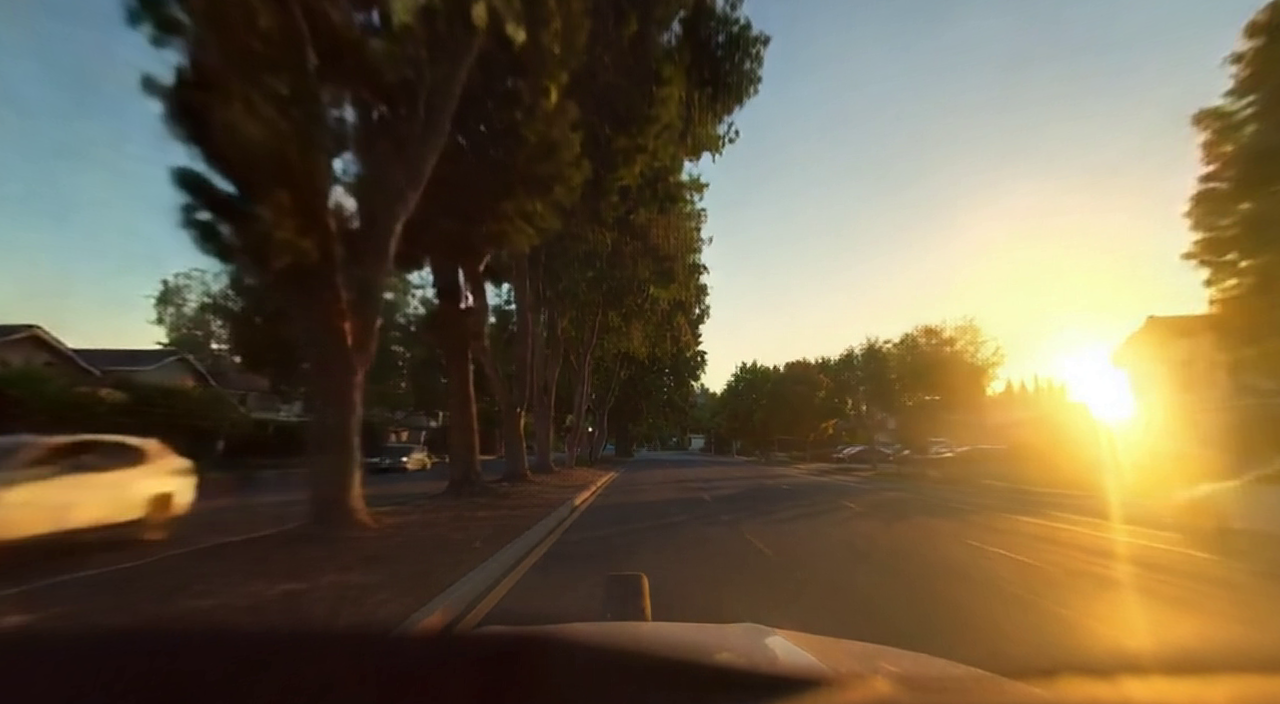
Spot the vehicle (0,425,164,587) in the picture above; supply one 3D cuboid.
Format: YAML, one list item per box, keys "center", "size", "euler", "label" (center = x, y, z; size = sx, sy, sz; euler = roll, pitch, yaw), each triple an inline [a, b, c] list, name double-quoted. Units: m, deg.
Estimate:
- center: [-7.434, 1.570, 6.463]
  size: [1.934, 1.619, 3.991]
  euler: [0, -8, 0]
  label: "vehicle"

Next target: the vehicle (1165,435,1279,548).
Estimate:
- center: [11.681, 2.359, 10.294]
  size: [2.178, 1.858, 4.726]
  euler: [4, -9, 0]
  label: "vehicle"

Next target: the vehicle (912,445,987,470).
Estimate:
- center: [22.854, 7.811, 46.733]
  size: [4.570, 1.521, 2.029]
  euler: [2, -8, 7]
  label: "vehicle"

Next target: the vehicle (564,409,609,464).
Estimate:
- center: [-3.784, 6.121, 45.523]
  size: [3.008, 3.786, 3.422]
  euler: [0, -9, -1]
  label: "vehicle"

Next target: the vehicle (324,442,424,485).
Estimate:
- center: [-10.630, 4.469, 25.631]
  size: [1.988, 1.556, 4.910]
  euler: [0, -8, -1]
  label: "vehicle"

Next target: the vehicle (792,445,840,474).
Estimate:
- center: [11.570, 7.055, 41.705]
  size: [1.976, 1.780, 4.352]
  euler: [0, -8, 1]
  label: "vehicle"
